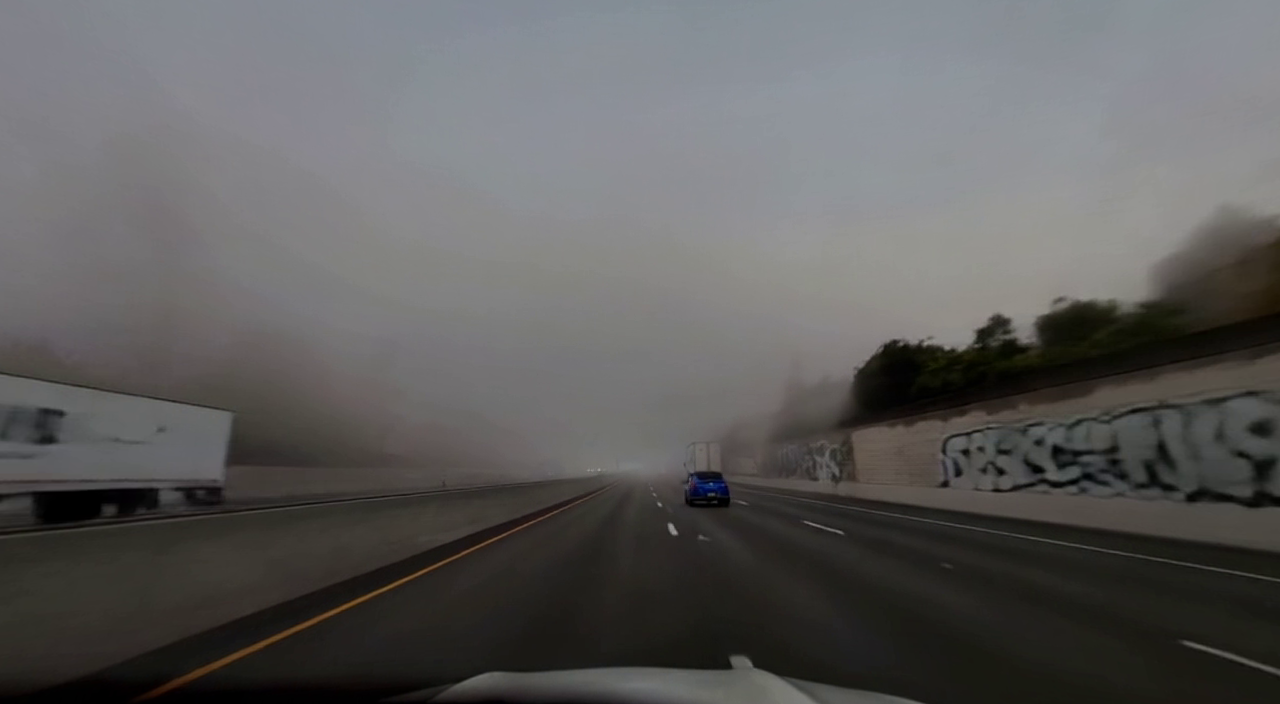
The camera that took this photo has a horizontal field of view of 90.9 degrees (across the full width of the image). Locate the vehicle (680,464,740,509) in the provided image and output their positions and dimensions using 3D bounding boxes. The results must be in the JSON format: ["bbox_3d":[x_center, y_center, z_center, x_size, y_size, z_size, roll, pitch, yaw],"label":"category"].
[{"bbox_3d":[2.771,5.386,25.504,2.011,1.574,3.512,2,-10,0],"label":"vehicle"}]

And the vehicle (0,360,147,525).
[{"bbox_3d":[-17.390,1.858,13.591,2.968,4.026,12.783,1,-10,1],"label":"vehicle"}]
